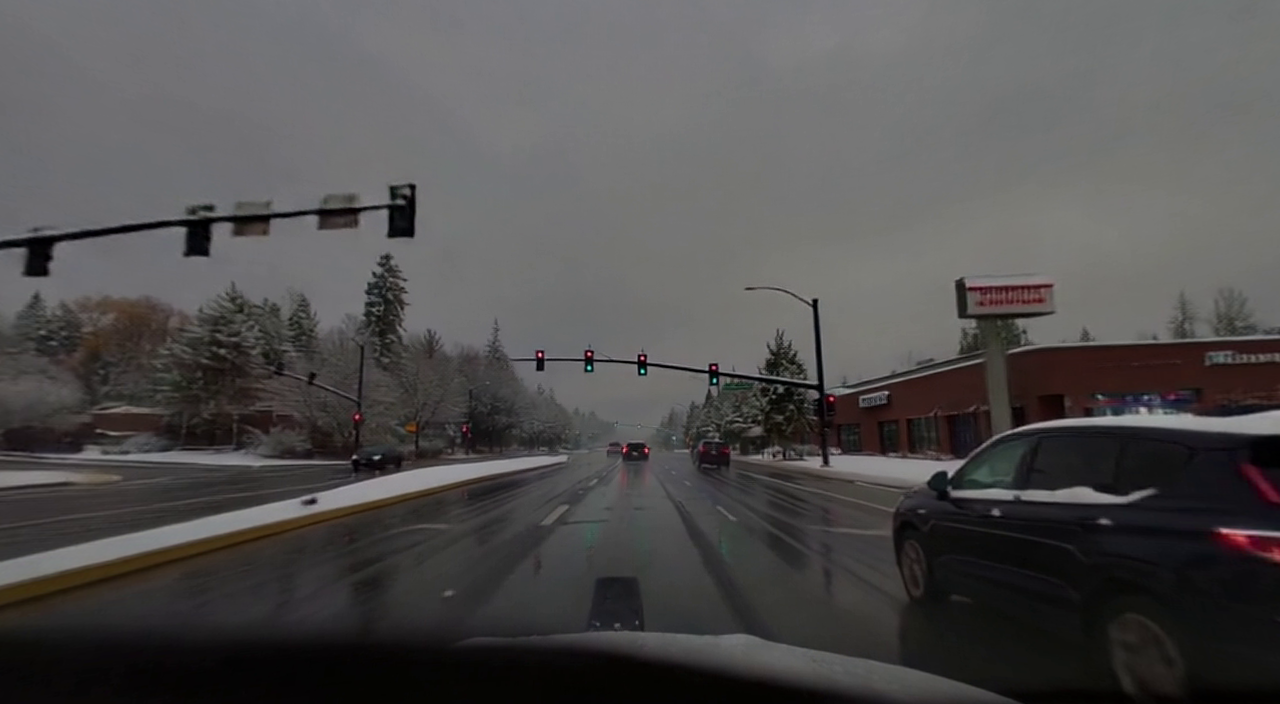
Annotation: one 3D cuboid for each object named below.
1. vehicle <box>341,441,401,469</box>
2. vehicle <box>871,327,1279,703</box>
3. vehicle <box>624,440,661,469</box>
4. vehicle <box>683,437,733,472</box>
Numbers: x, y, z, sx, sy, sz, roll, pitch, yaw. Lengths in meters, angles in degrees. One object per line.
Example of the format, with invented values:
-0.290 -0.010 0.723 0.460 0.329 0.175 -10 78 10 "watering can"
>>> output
-18.181 6.964 42.963 2.069 1.776 4.543 0 -8 0 "vehicle"
3.055 0.955 3.336 1.969 1.682 4.387 0 -8 0 "vehicle"
0.080 5.911 36.548 2.023 1.532 3.891 0 -8 -1 "vehicle"
3.485 5.344 33.104 2.085 1.668 4.077 0 -8 -1 "vehicle"
